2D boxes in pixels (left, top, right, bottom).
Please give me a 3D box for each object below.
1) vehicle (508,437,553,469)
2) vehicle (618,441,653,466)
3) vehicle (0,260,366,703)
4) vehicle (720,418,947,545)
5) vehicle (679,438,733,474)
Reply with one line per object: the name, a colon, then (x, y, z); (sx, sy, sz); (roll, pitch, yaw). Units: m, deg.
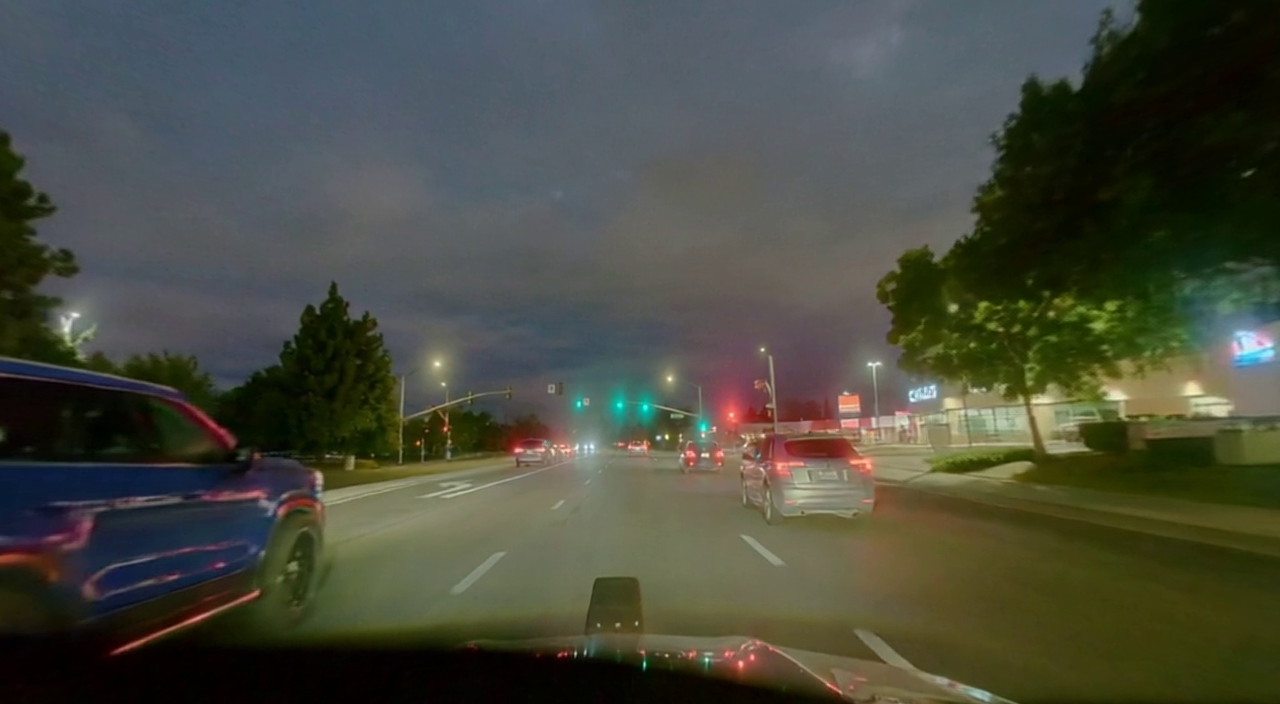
vehicle: (-6.738, 6.249, 39.366); (2.136, 1.837, 4.669); (0, -8, -2)
vehicle: (-0.292, 6.154, 38.463); (2.008, 1.464, 4.052); (0, -8, -1)
vehicle: (-3.740, 0.862, 3.583); (2.368, 2.037, 5.319); (0, -8, -5)
vehicle: (2.779, 2.004, 10.514); (2.174, 1.596, 4.779); (0, -8, -1)
vehicle: (2.853, 4.629, 28.381); (1.842, 1.480, 4.155); (0, -8, -2)
